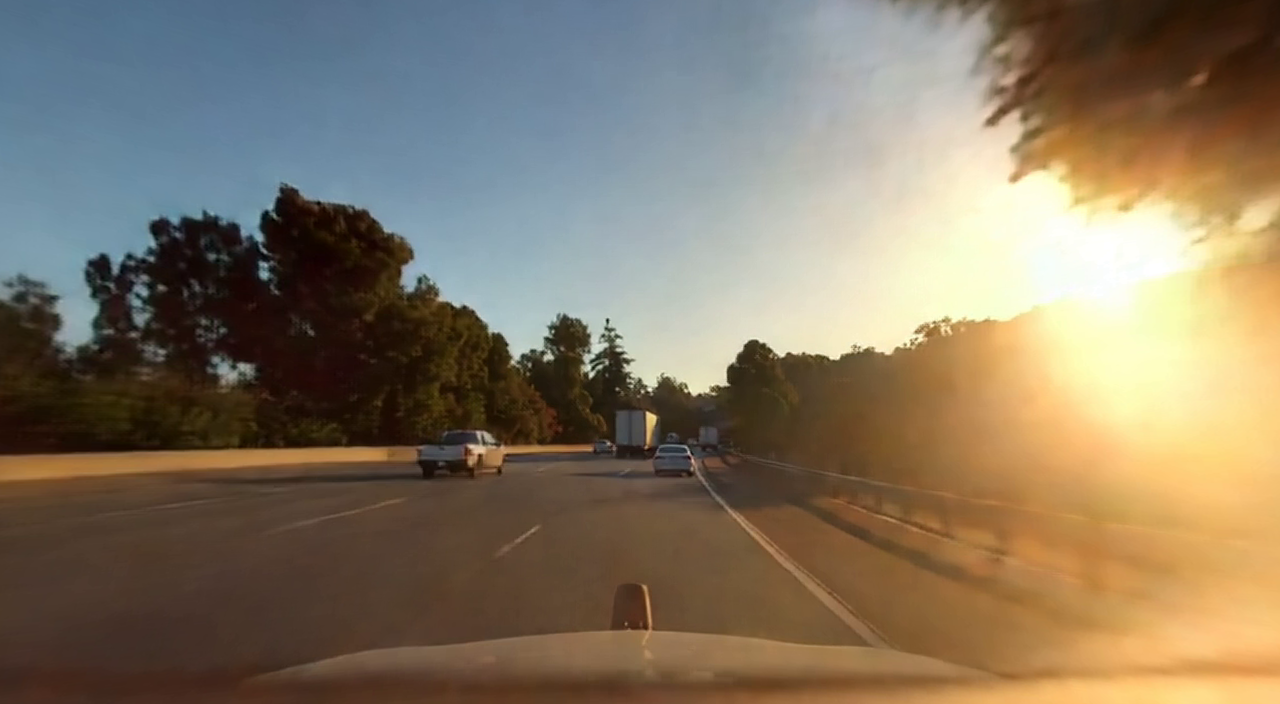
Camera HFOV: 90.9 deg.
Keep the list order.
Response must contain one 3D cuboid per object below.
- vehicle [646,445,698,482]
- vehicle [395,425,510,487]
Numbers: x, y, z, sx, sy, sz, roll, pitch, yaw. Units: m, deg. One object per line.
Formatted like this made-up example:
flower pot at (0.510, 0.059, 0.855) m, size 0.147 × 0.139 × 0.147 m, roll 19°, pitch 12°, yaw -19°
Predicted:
vehicle at (1.328, 4.505, 25.779) m, size 1.984 × 1.365 × 3.767 m, roll 1°, pitch -8°, yaw 4°
vehicle at (-6.221, 3.519, 21.695) m, size 2.142 × 1.833 × 4.854 m, roll 1°, pitch -8°, yaw 4°
